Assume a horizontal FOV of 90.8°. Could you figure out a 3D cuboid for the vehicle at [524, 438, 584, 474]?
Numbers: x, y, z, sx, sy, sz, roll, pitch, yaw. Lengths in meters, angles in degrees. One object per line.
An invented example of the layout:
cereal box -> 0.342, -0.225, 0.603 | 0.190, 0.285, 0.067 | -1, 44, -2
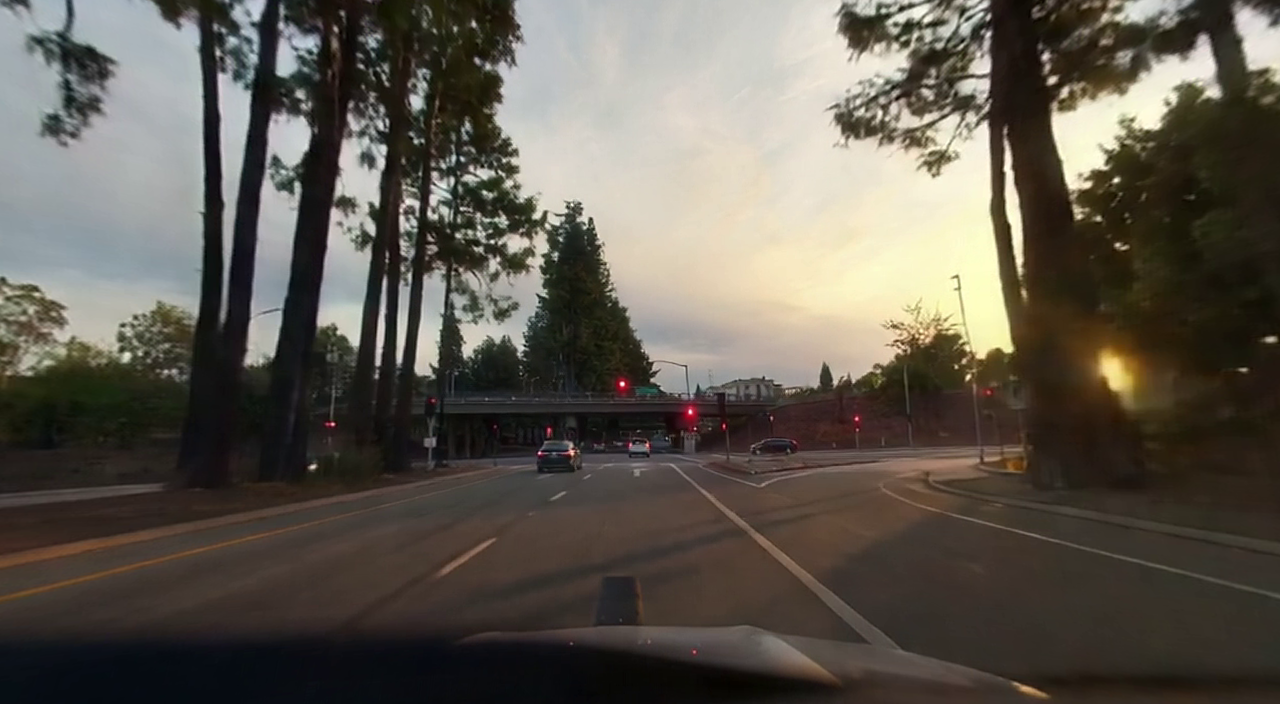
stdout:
vehicle -> -3.816, 4.680, 28.644 | 2.082, 1.472, 4.310 | 0, -9, 0
